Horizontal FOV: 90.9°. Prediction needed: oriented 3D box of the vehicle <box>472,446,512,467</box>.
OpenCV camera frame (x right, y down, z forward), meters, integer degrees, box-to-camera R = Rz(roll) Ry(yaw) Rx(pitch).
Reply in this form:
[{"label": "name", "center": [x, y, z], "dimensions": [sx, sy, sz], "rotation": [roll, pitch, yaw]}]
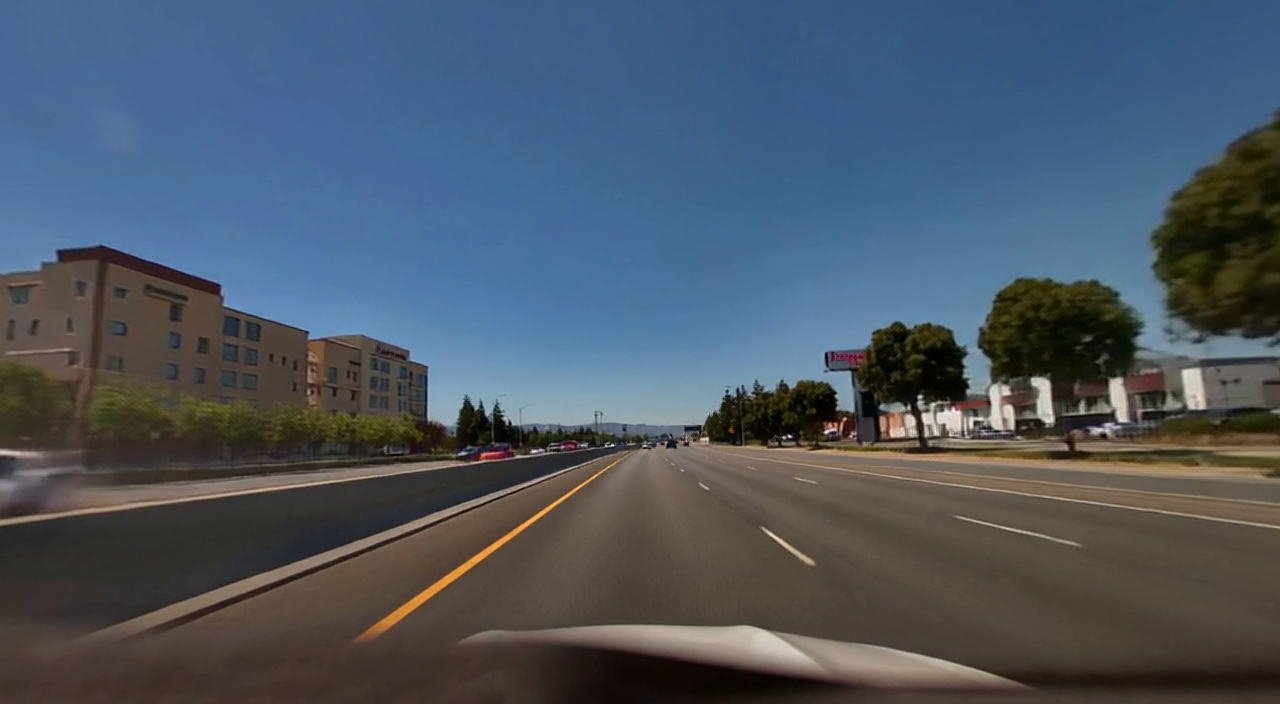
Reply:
[{"label": "vehicle", "center": [-11.338, 7.997, 48.529], "dimensions": [1.910, 1.499, 4.634], "rotation": [0, -8, 1]}]
